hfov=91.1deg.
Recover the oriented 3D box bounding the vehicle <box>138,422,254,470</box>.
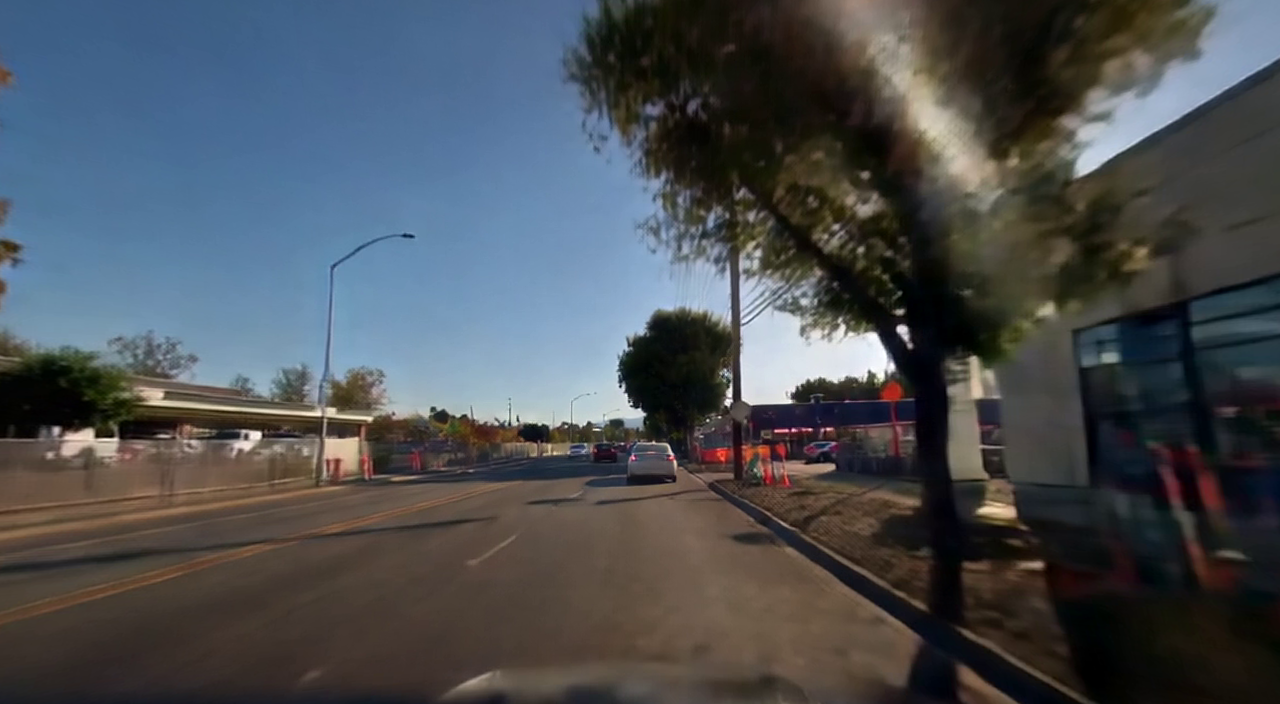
[{"bbox_3d":[-31.639,6.669,45.130,2.945,3.103,6.716,0,-7,5],"label":"vehicle"}]

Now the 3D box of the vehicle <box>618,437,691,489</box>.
[{"bbox_3d":[0.401,3.564,20.557,2.144,1.514,4.063,0,-9,0],"label":"vehicle"}]

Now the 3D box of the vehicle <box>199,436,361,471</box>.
[{"bbox_3d":[-27.522,7.913,49.724,2.951,2.274,15.187,0,-8,5],"label":"vehicle"}]

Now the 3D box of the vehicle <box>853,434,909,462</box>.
[{"bbox_3d":[16.430,6.572,43.042,2.101,1.825,4.700,0,-9,2],"label":"vehicle"}]

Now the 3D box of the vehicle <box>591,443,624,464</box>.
[{"bbox_3d":[-2.496,7.942,49.246,2.208,1.520,4.358,0,-9,2],"label":"vehicle"}]

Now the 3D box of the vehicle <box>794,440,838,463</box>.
[{"bbox_3d":[12.155,6.919,43.588,1.970,1.501,4.514,0,-9,3],"label":"vehicle"}]
